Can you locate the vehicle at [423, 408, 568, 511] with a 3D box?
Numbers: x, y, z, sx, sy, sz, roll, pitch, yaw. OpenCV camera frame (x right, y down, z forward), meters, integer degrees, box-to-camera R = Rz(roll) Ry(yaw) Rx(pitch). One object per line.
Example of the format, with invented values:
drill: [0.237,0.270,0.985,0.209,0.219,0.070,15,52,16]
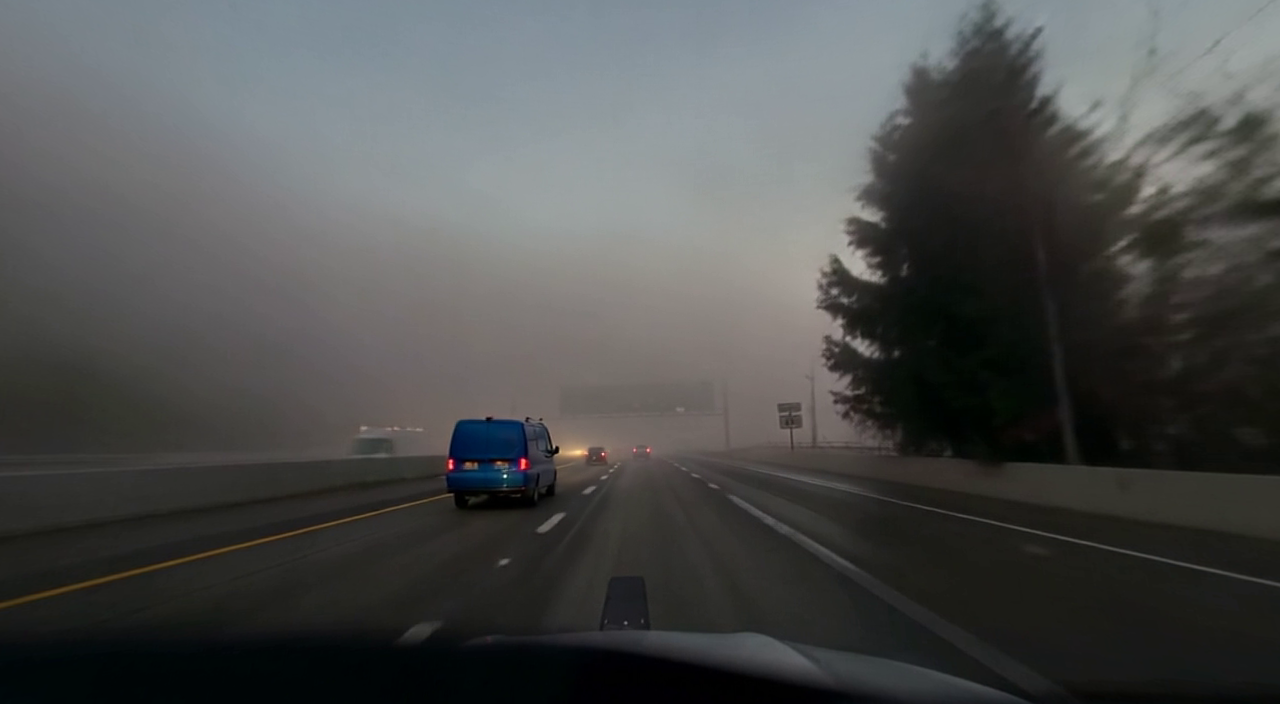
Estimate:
vehicle: [-3.106,2.451,14.736,2.281,2.025,4.586,0,-8,0]
